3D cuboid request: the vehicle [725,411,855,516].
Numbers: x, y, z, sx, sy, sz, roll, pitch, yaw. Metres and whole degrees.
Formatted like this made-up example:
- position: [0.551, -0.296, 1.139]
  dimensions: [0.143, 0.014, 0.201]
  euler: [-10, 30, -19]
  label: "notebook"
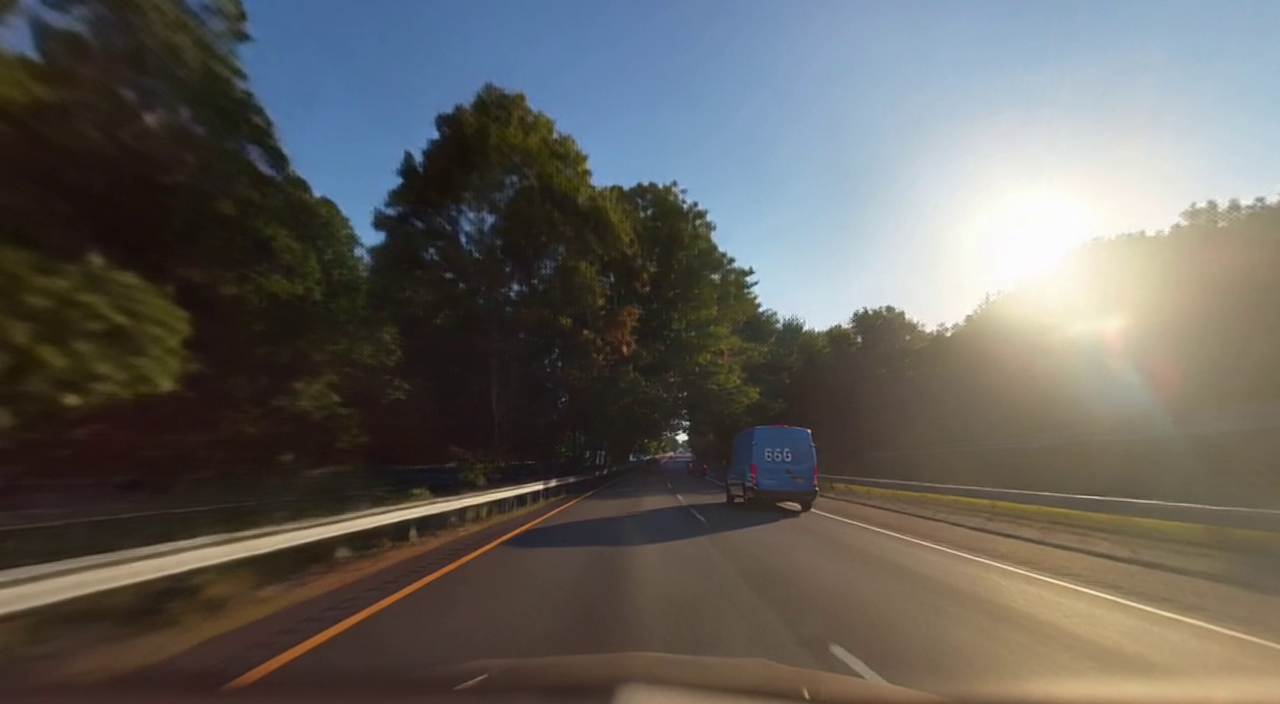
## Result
- position: [4.162, 3.327, 18.755]
  dimensions: [2.366, 2.595, 5.793]
  euler: [1, -11, -1]
  label: "vehicle"
